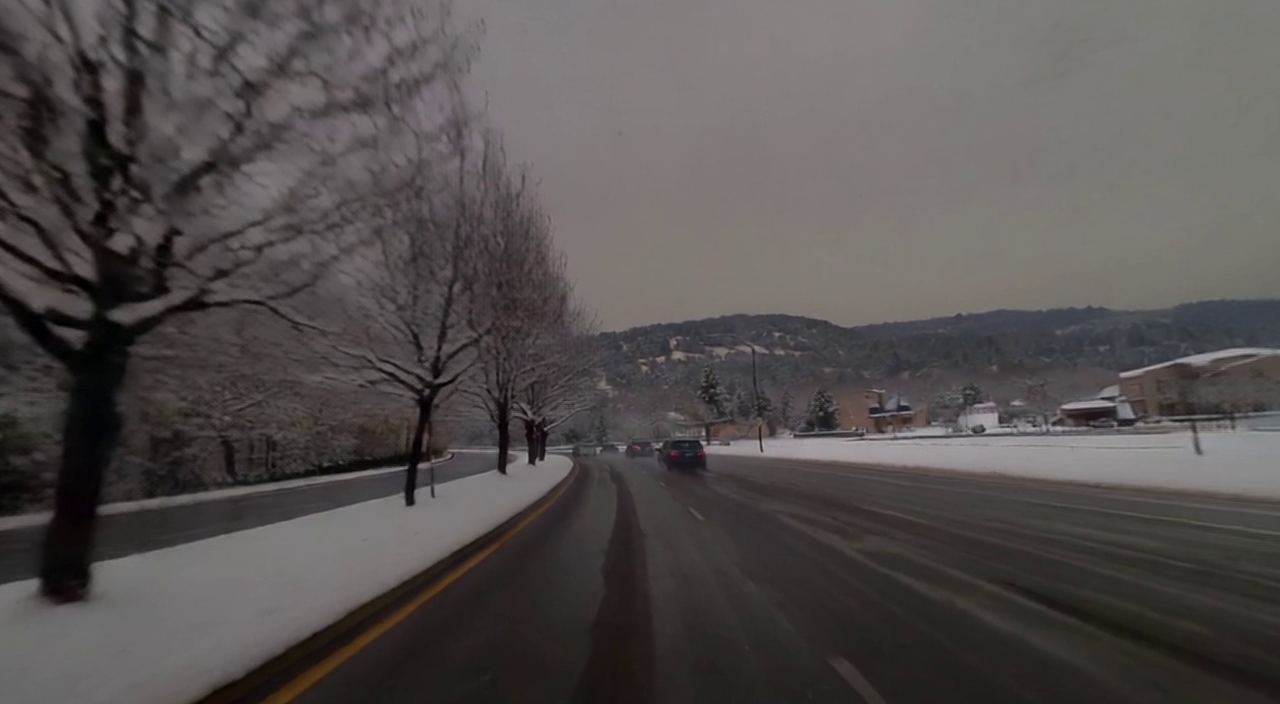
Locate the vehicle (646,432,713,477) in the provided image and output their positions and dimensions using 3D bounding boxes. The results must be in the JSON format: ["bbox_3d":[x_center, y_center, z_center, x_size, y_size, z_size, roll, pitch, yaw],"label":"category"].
[{"bbox_3d":[1.617,4.441,27.436,2.253,1.756,4.313,0,-9,-5],"label":"vehicle"}]

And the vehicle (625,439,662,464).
[{"bbox_3d":[0.215,7.577,48.285,2.210,1.788,4.293,1,-9,-8],"label":"vehicle"}]
